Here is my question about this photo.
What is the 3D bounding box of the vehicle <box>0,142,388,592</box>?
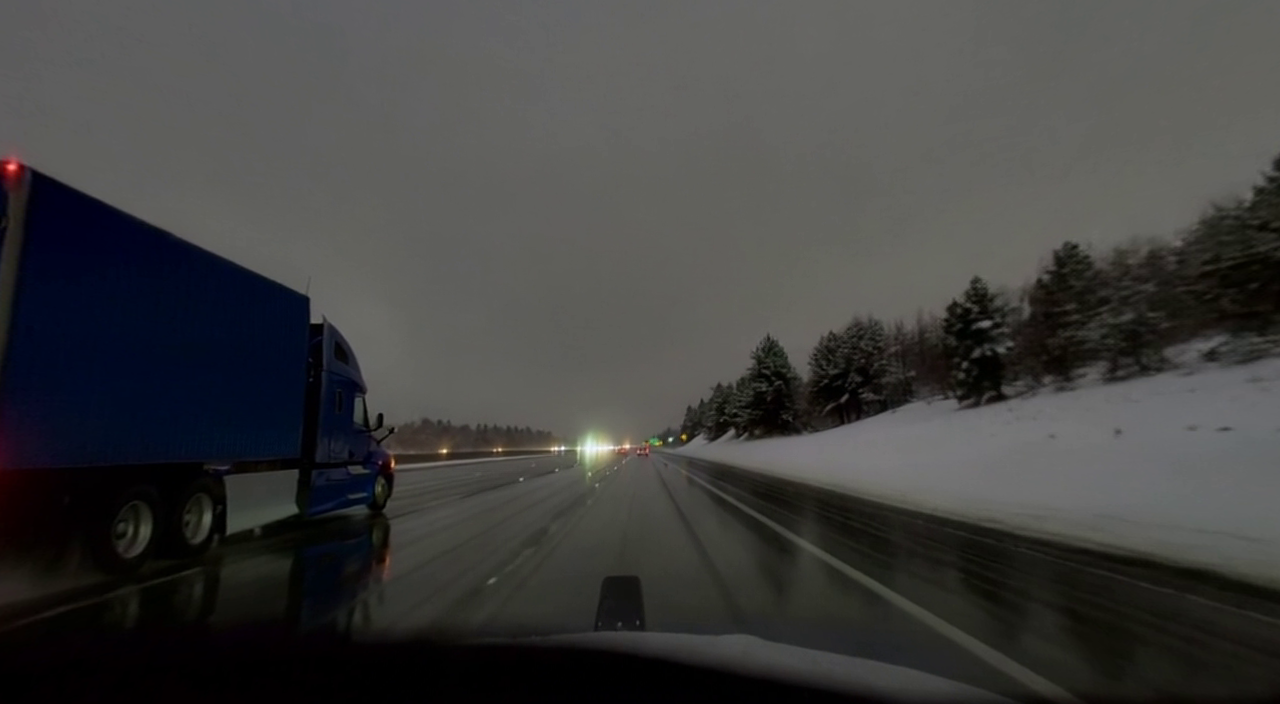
[{"bbox_3d":[-7.081,0.652,9.086,2.996,3.947,8.600,0,-9,2],"label":"vehicle"}]
